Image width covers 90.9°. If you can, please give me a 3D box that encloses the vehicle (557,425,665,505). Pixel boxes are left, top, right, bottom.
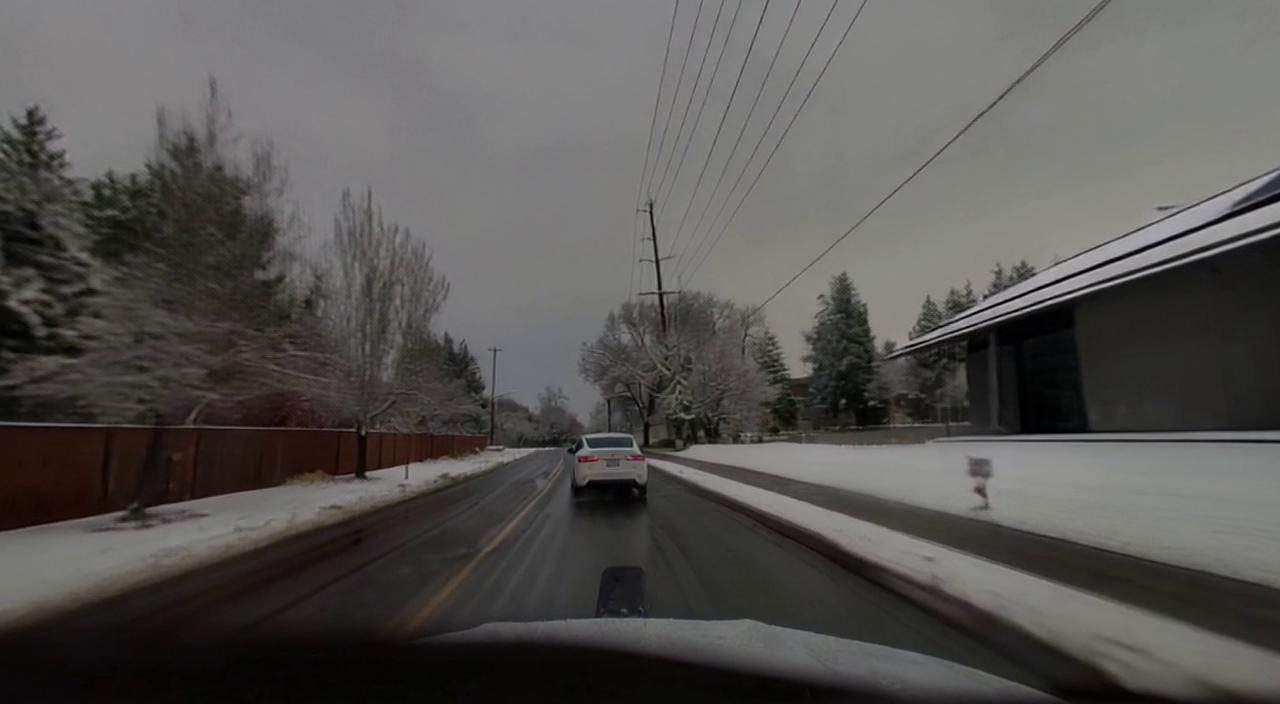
[{"bbox_3d":[-0.688,2.422,14.006,2.060,1.487,3.920,0,-8,-4],"label":"vehicle"}]
